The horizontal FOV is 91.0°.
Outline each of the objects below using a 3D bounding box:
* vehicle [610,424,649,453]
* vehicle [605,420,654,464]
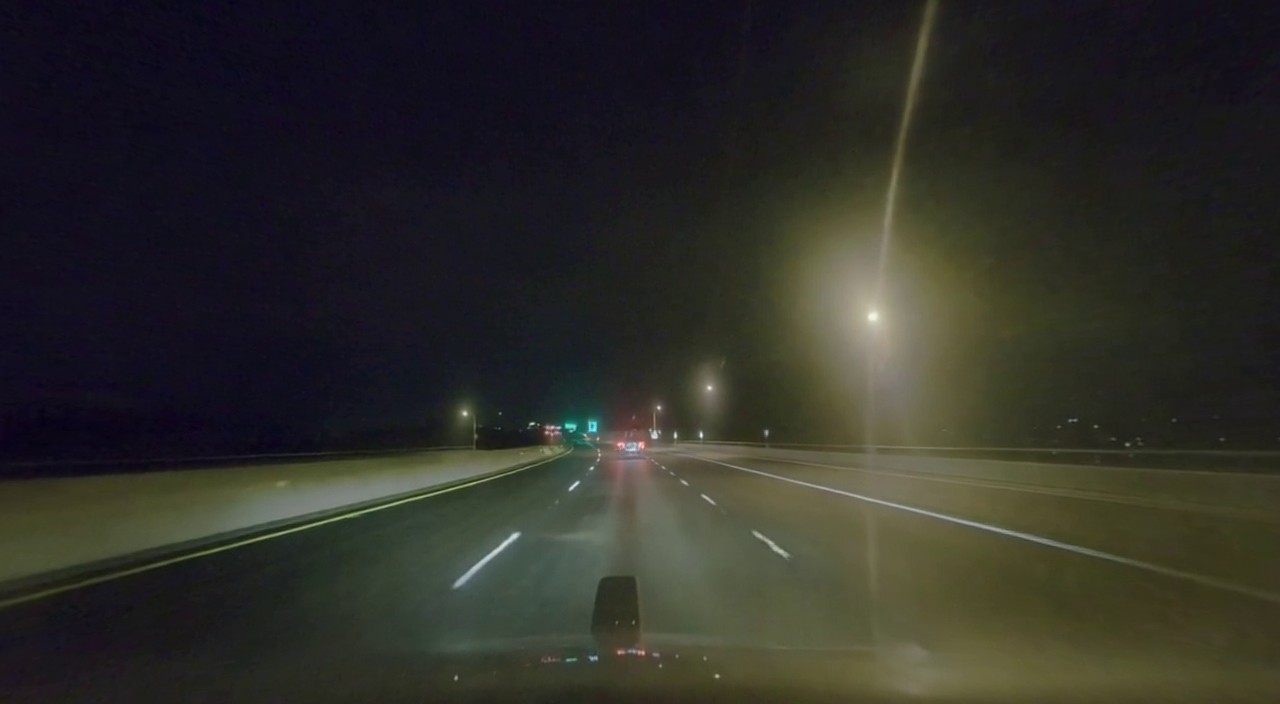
[{"bbox_3d":[-0.700,5.325,38.720,2.157,1.647,4.524,0,-8,-4],"label":"vehicle"},{"bbox_3d":[-0.726,5.714,39.959,2.805,2.528,7.246,0,-8,-2],"label":"vehicle"}]
